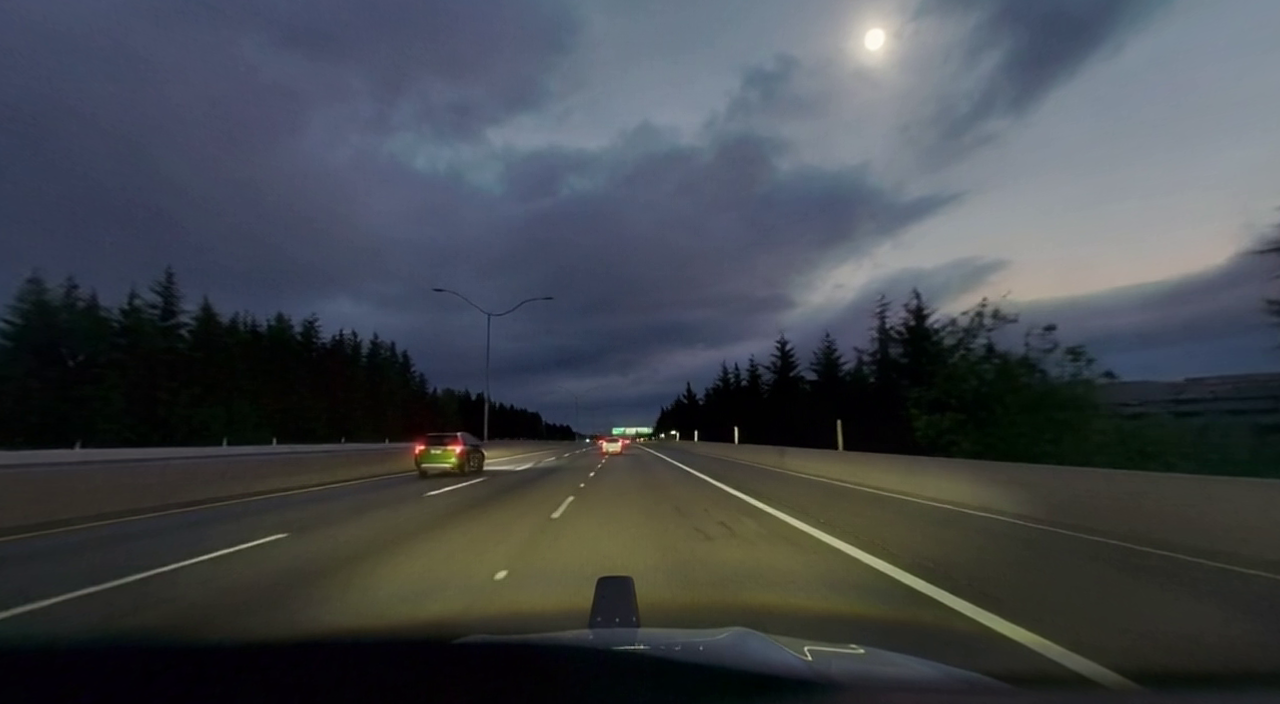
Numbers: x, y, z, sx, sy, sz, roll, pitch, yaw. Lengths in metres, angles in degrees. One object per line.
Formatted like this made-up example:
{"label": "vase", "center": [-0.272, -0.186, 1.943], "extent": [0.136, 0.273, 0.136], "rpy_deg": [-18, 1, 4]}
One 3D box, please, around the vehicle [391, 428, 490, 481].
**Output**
{"label": "vehicle", "center": [-6.994, 3.613, 22.613], "extent": [2.111, 1.689, 4.505], "rpy_deg": [0, -8, 0]}

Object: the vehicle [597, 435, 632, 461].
{"label": "vehicle", "center": [-1.538, 5.999, 39.441], "extent": [2.010, 1.534, 4.013], "rpy_deg": [0, -8, 0]}
